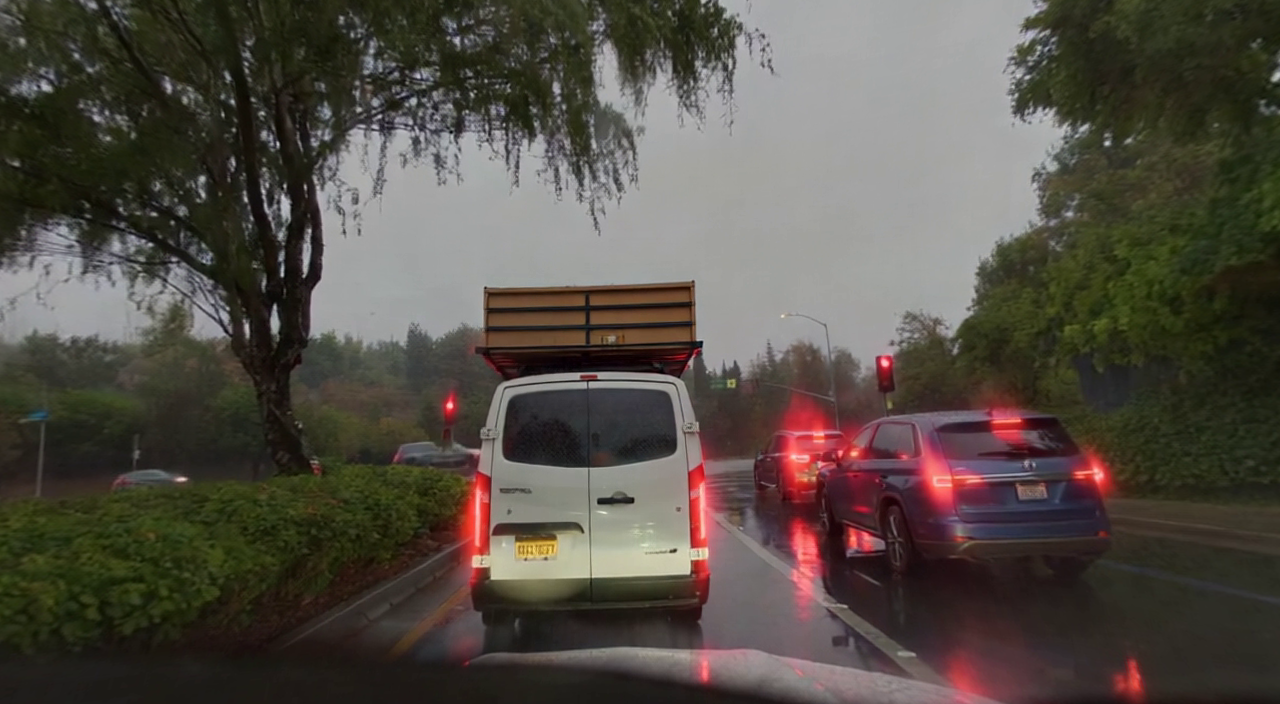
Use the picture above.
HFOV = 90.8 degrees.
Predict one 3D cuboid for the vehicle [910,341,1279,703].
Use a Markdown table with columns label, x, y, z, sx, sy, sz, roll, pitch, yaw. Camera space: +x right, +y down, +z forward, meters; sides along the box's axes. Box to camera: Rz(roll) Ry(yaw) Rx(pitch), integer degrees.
| label | x | y | z | sx | sy | sz | roll | pitch | yaw |
| --- | --- | --- | --- | --- | --- | --- | --- | --- | --- |
| vehicle | 3.443 | 0.940 | 3.400 | 1.965 | 1.671 | 4.146 | 0 | -9 | -3 |

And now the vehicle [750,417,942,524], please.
| label | x | y | z | sx | sy | sz | roll | pitch | yaw |
| --- | --- | --- | --- | --- | --- | --- | --- | --- | --- |
| vehicle | 3.678 | 2.214 | 12.273 | 2.024 | 1.692 | 4.252 | 1 | -9 | -4 |

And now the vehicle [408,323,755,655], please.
| label | x | y | z | sx | sy | sz | roll | pitch | yaw |
| --- | --- | --- | --- | --- | --- | --- | --- | --- | --- |
| vehicle | -0.371 | 1.159 | 6.186 | 2.145 | 2.089 | 4.309 | 0 | -9 | 0 |

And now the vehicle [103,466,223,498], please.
| label | x | y | z | sx | sy | sz | roll | pitch | yaw |
| --- | --- | --- | --- | --- | --- | --- | --- | --- | --- |
| vehicle | -22.461 | 6.114 | 29.918 | 4.135 | 1.321 | 1.687 | 2 | -9 | -16 |
